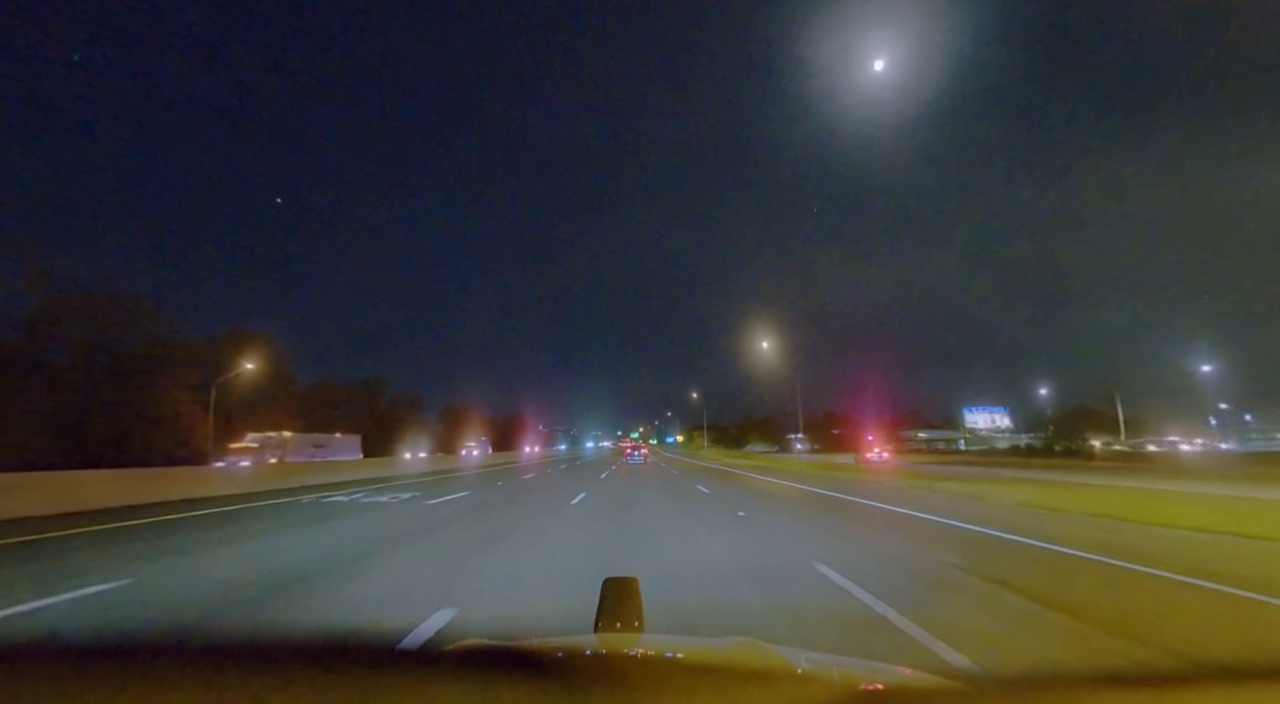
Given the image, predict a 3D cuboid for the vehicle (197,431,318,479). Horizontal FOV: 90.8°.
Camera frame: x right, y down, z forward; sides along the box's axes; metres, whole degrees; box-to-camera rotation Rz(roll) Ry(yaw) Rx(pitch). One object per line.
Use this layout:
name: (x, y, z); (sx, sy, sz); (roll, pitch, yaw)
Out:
vehicle: (-28.478, 7.741, 47.863); (2.995, 3.269, 9.862); (0, -9, 0)

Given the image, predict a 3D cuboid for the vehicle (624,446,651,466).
vehicle: (-0.227, 7.968, 48.496); (2.025, 1.460, 4.189); (0, -9, -1)
